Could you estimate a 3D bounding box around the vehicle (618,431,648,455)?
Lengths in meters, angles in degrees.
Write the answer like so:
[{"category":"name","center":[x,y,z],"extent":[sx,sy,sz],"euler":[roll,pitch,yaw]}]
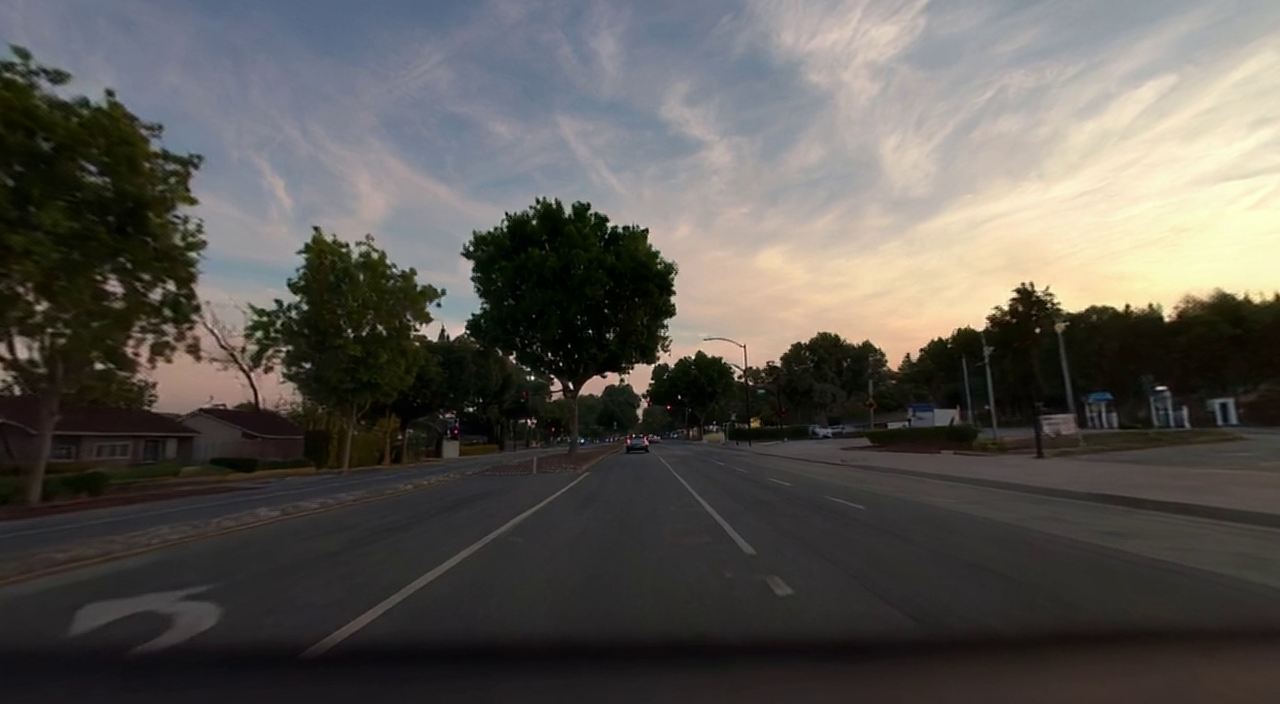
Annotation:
[{"category":"vehicle","center":[-0.512,6.907,47.623],"extent":[2.146,1.742,4.095],"euler":[0,-8,-1]}]
